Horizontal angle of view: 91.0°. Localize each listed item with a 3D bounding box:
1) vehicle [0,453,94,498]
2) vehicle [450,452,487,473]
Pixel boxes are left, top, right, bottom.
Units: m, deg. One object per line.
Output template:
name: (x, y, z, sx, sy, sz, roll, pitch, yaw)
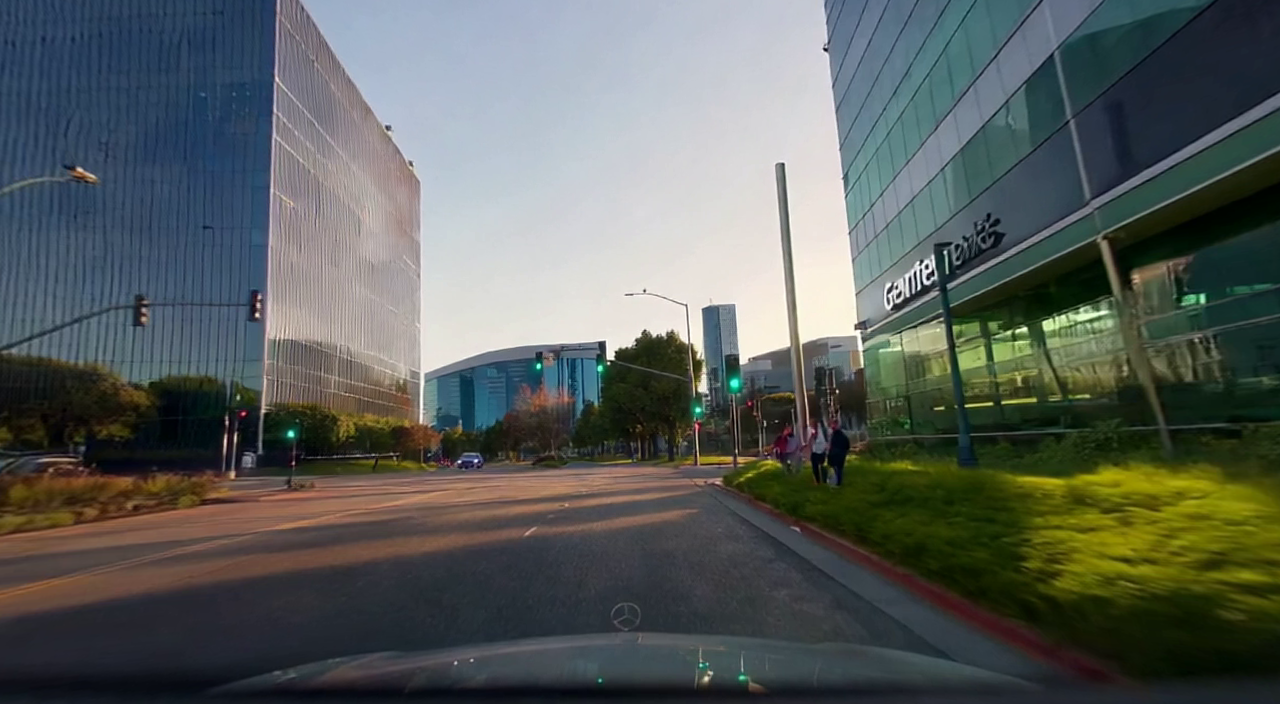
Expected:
vehicle: (-29.574, 5.910, 30.224, 4.868, 1.866, 2.170, -2, -6, 4)
vehicle: (-12.893, 8.333, 47.641, 1.906, 1.502, 4.396, 1, -9, -5)
